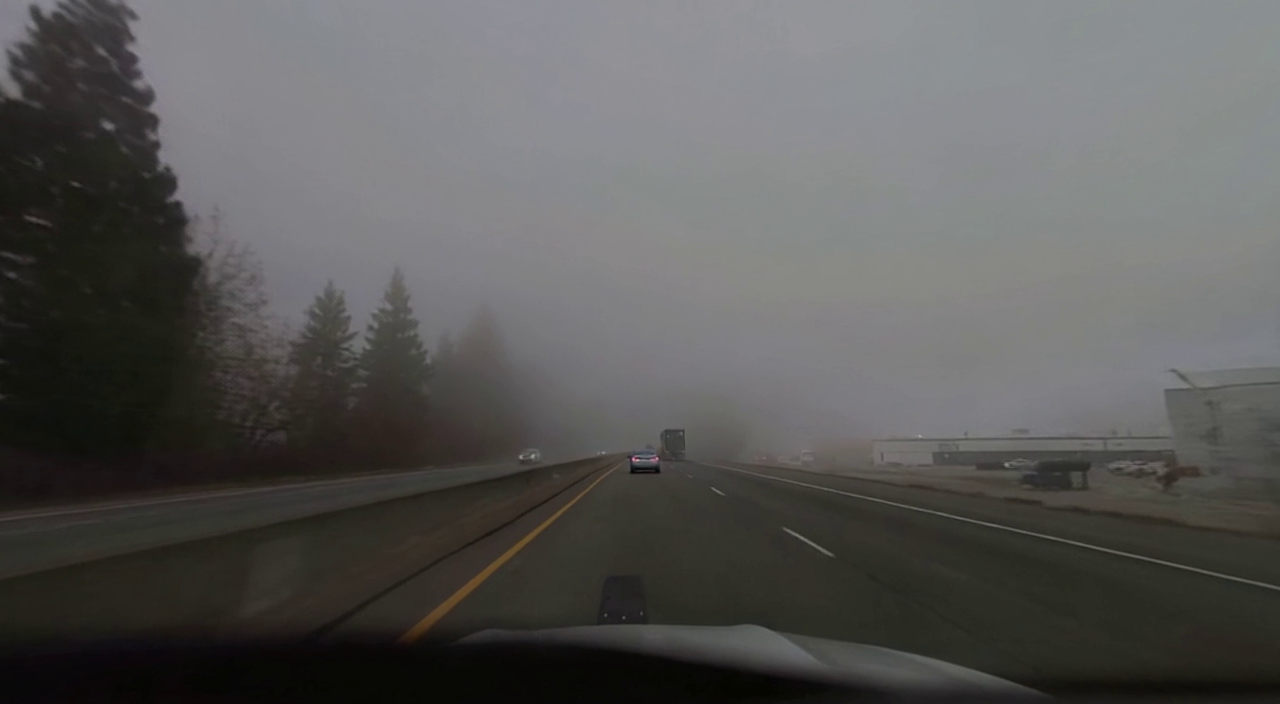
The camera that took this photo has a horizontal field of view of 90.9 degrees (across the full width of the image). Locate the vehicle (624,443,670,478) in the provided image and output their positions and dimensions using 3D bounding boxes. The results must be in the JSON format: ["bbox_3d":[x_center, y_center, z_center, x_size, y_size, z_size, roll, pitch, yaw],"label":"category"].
[{"bbox_3d":[0.293,5.114,30.011,2.045,1.527,4.023,0,-9,0],"label":"vehicle"}]
